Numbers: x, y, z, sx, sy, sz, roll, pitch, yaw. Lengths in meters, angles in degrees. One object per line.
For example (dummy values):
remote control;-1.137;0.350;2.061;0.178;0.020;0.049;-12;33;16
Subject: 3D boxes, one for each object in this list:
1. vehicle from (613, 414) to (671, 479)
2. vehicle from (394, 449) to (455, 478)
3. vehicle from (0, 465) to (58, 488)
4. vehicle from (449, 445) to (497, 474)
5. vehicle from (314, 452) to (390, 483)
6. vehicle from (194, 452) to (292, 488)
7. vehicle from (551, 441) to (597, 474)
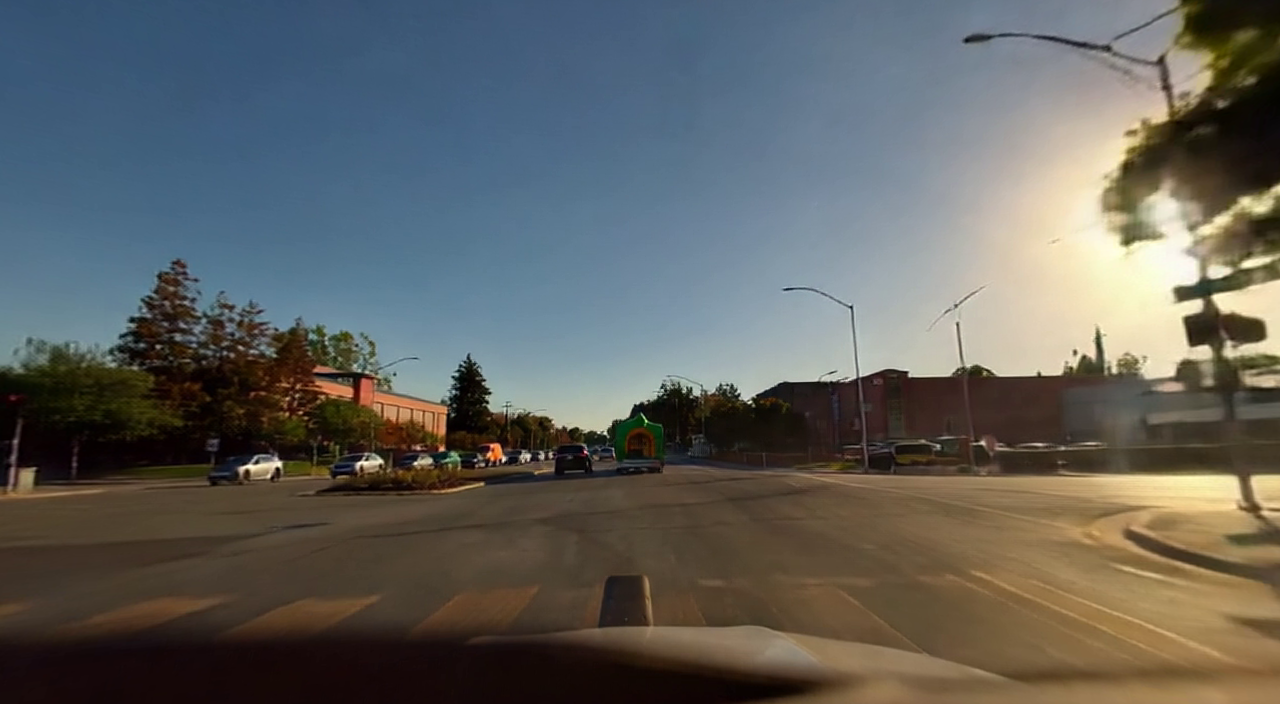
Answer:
vehicle;-0.058;5.375;36.088;2.843;3.120;10.422;0;-8;-2
vehicle;-12.900;6.678;38.066;1.960;1.627;4.784;0;-8;1
vehicle;-45.627;9.041;45.913;4.244;1.536;2.065;0;-8;-3
vehicle;-12.426;7.995;47.183;2.068;1.747;5.040;-4;-7;1
vehicle;-16.249;6.524;35.885;2.022;1.442;4.853;-4;-8;1
vehicle;-22.244;6.574;35.587;2.017;1.785;5.092;-1;-8;3
vehicle;-3.901;6.332;38.091;2.184;1.830;4.890;0;-8;0
